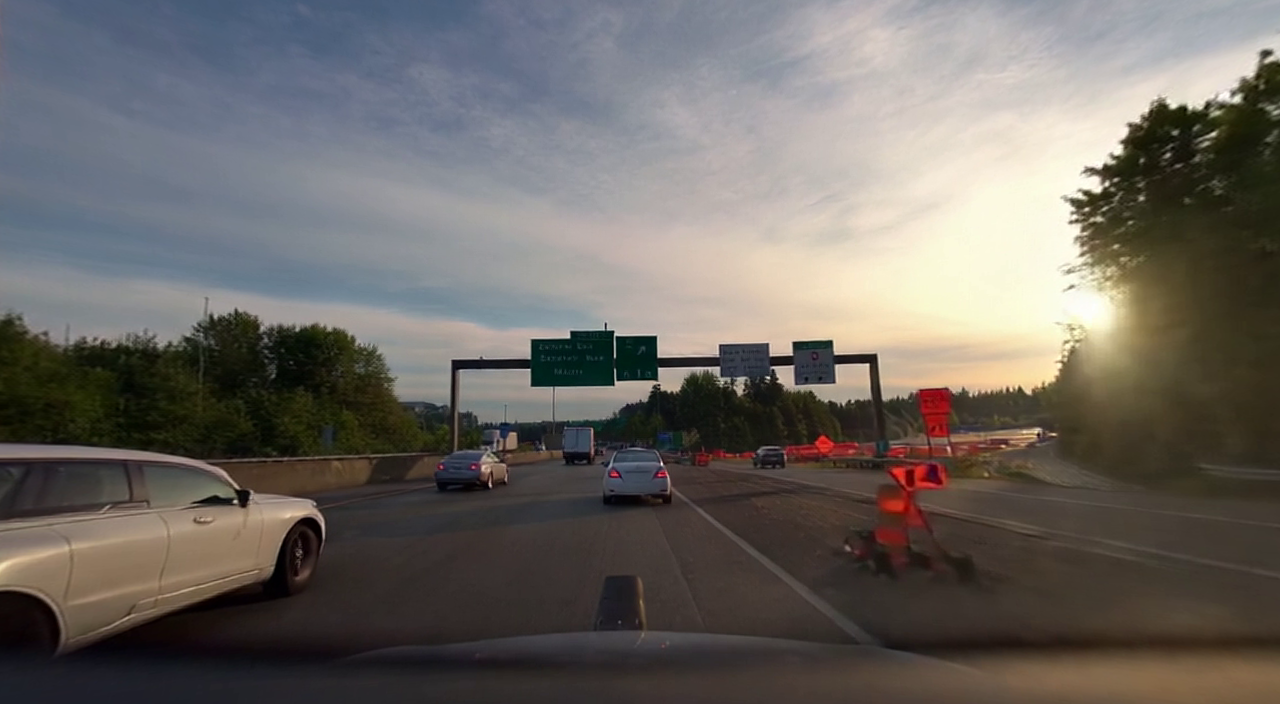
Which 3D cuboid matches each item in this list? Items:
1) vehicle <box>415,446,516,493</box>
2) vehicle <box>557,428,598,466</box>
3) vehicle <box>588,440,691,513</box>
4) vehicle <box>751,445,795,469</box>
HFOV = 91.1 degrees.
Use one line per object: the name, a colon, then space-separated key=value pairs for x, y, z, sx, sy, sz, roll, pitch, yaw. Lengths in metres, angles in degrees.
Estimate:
vehicle: x=-5.706 y=3.885 z=21.158 sx=2.063 sy=1.417 sz=4.000 roll=-1 pitch=-9 yaw=3
vehicle: x=-4.511 y=7.048 z=46.573 sx=2.326 sy=2.645 sz=6.249 roll=0 pitch=-9 yaw=1
vehicle: x=-0.050 y=2.807 z=14.614 sx=2.080 sy=1.451 sz=3.512 roll=0 pitch=-9 yaw=-1
vehicle: x=8.499 y=6.734 z=40.494 sx=1.871 sy=1.460 sz=3.754 roll=0 pitch=-9 yaw=-2
